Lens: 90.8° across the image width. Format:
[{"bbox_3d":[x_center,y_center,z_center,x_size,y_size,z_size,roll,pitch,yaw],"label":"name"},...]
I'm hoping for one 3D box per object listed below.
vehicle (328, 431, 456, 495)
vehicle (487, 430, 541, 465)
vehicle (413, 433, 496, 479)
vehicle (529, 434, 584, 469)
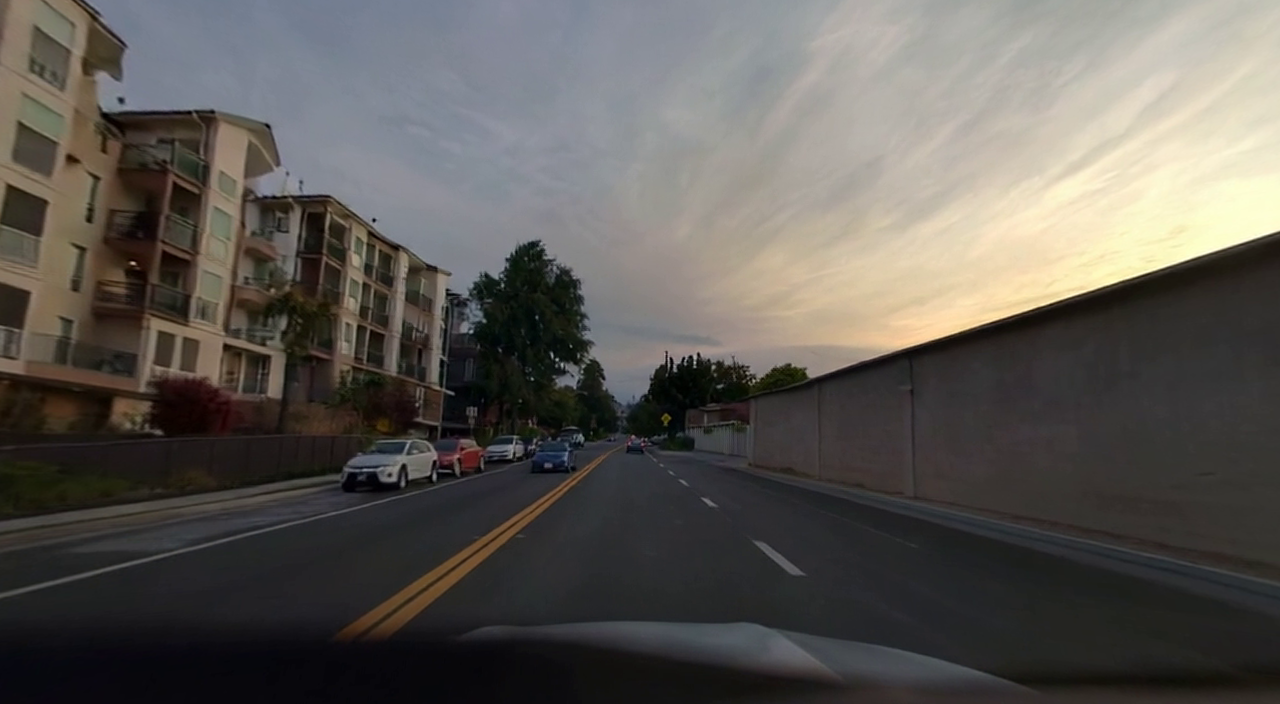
[{"bbox_3d":[-7.106,3.216,18.698,1.913,1.560,4.513,2,-8,0],"label":"vehicle"},{"bbox_3d":[-7.379,5.615,37.426,2.098,1.851,4.817,2,-7,1],"label":"vehicle"},{"bbox_3d":[-7.129,4.050,24.790,1.878,1.572,4.621,1,-9,0],"label":"vehicle"},{"bbox_3d":[-4.117,5.006,32.006,2.170,1.631,4.299,0,-9,1],"label":"vehicle"}]
